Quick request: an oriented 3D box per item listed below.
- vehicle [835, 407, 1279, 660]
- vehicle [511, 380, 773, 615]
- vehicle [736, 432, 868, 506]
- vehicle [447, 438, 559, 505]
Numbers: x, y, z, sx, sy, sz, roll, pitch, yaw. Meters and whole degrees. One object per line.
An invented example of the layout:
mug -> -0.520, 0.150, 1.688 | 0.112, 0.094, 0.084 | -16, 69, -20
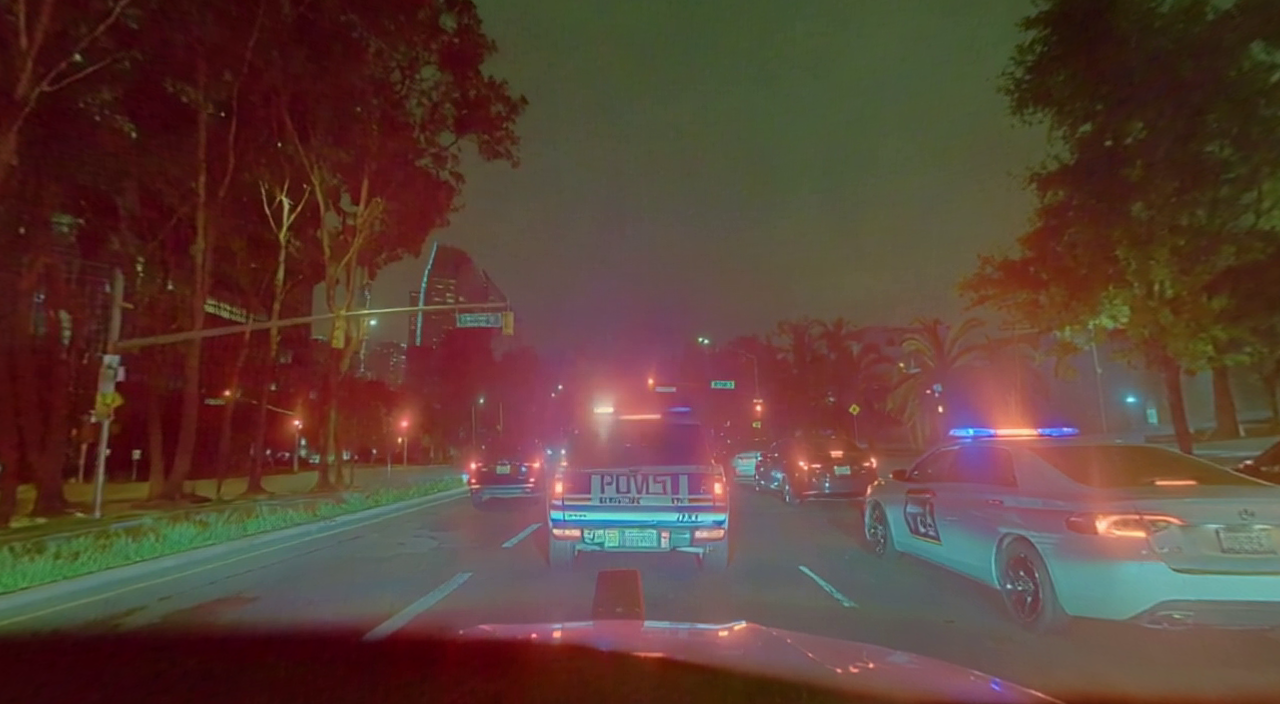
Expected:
vehicle -> 3.644, 1.409, 6.085 | 1.995, 1.483, 4.533 | 0, -8, -1
vehicle -> -0.039, 1.463, 7.273 | 2.038, 1.819, 4.505 | 0, -8, -1
vehicle -> 3.636, 2.706, 15.058 | 1.940, 1.474, 4.234 | 0, -8, -1
vehicle -> -3.316, 2.979, 16.210 | 1.913, 1.464, 4.276 | 0, -8, 0
